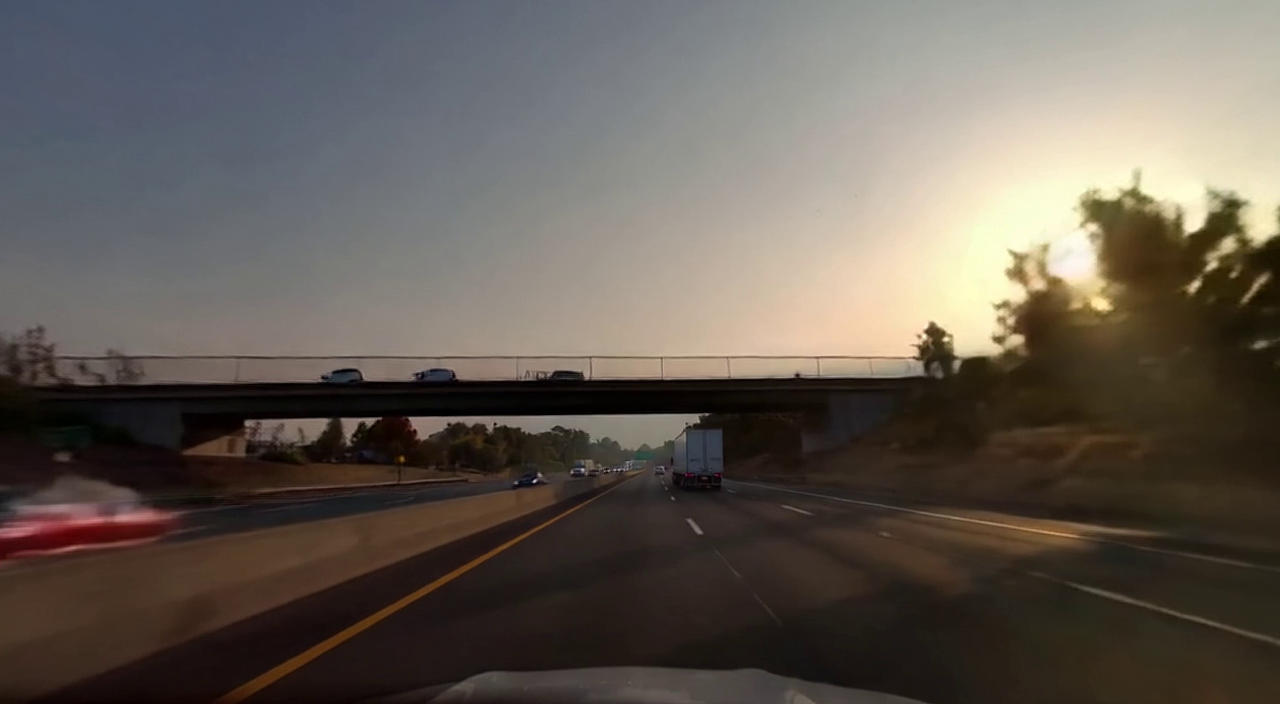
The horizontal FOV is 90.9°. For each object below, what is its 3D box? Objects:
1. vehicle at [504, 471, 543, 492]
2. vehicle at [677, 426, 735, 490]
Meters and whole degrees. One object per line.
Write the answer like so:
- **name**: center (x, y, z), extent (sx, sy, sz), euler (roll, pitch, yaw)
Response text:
- **vehicle**: center (-8.569, 9.568, 46.679), extent (1.982, 1.461, 4.349), euler (1, -11, 1)
- **vehicle**: center (4.508, 7.836, 46.027), extent (3.054, 4.005, 11.895), euler (1, -11, 0)
